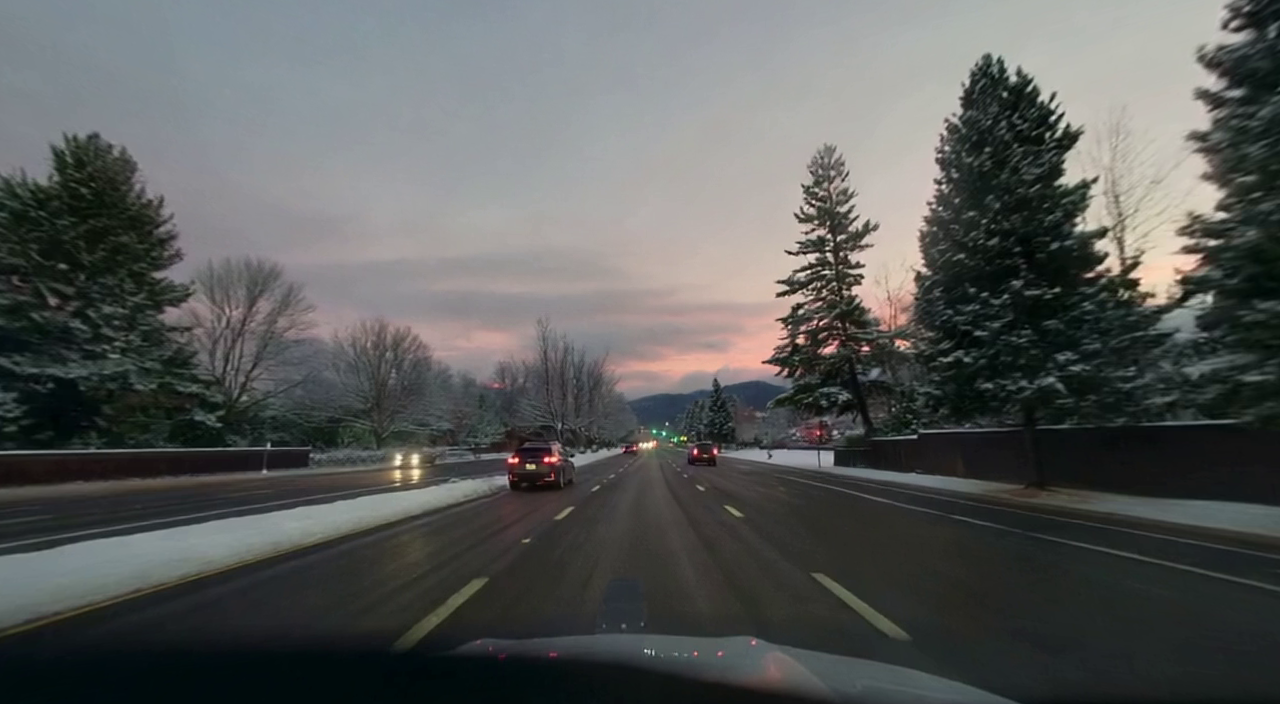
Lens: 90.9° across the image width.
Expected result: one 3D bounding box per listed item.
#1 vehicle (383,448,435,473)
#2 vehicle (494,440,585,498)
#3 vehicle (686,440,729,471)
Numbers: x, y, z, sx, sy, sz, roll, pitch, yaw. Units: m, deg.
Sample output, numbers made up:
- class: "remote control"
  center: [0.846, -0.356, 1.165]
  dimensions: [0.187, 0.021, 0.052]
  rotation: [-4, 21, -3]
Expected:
- class: "vehicle"
  center: [-16.908, 7.966, 46.370]
  dimensions: [2.012, 1.702, 4.458]
  rotation: [0, -8, 2]
- class: "vehicle"
  center: [-2.912, 3.481, 19.227]
  dimensions: [1.966, 1.524, 4.410]
  rotation: [0, -8, 1]
- class: "vehicle"
  center: [4.154, 6.435, 39.414]
  dimensions: [2.114, 1.780, 4.445]
  rotation: [0, -8, -1]
